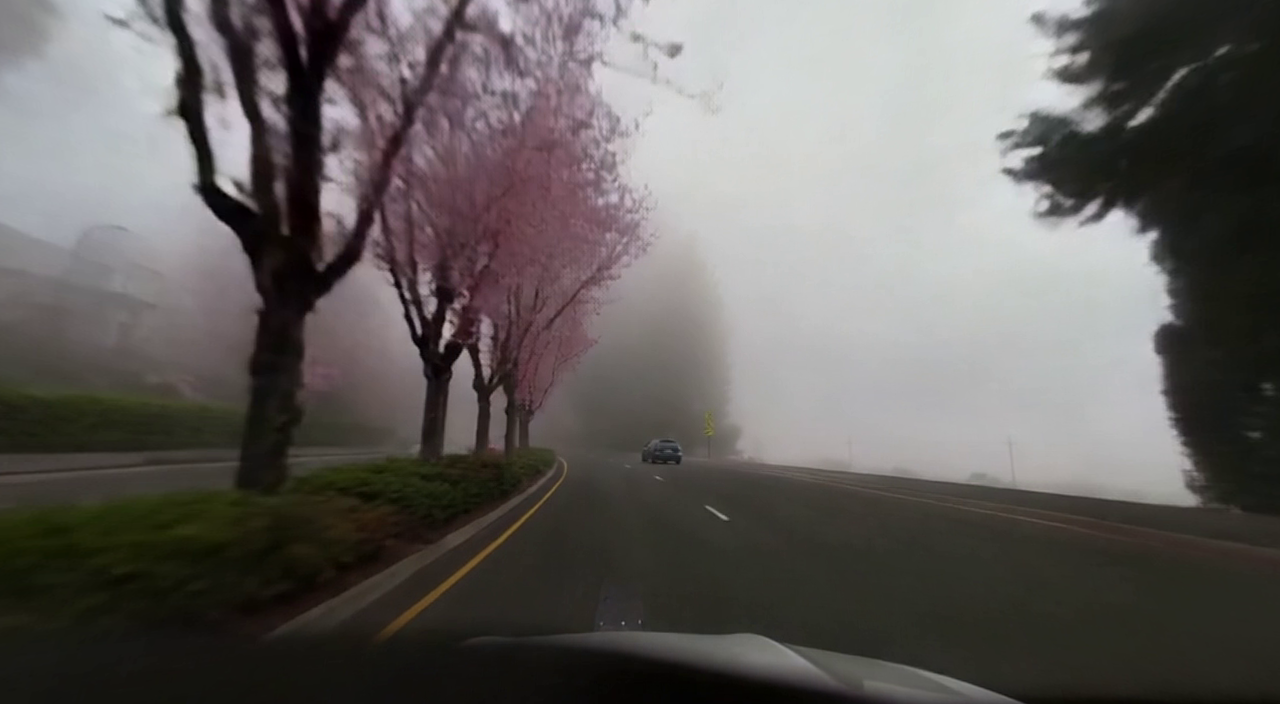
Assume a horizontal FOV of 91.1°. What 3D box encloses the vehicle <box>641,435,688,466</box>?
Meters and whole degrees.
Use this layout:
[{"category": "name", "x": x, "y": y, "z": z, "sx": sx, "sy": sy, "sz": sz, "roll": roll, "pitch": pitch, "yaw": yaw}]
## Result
[{"category": "vehicle", "x": 1.482, "y": 6.214, "z": 39.793, "sx": 2.166, "sy": 1.828, "sz": 4.607, "roll": 1, "pitch": -9, "yaw": -8}]
